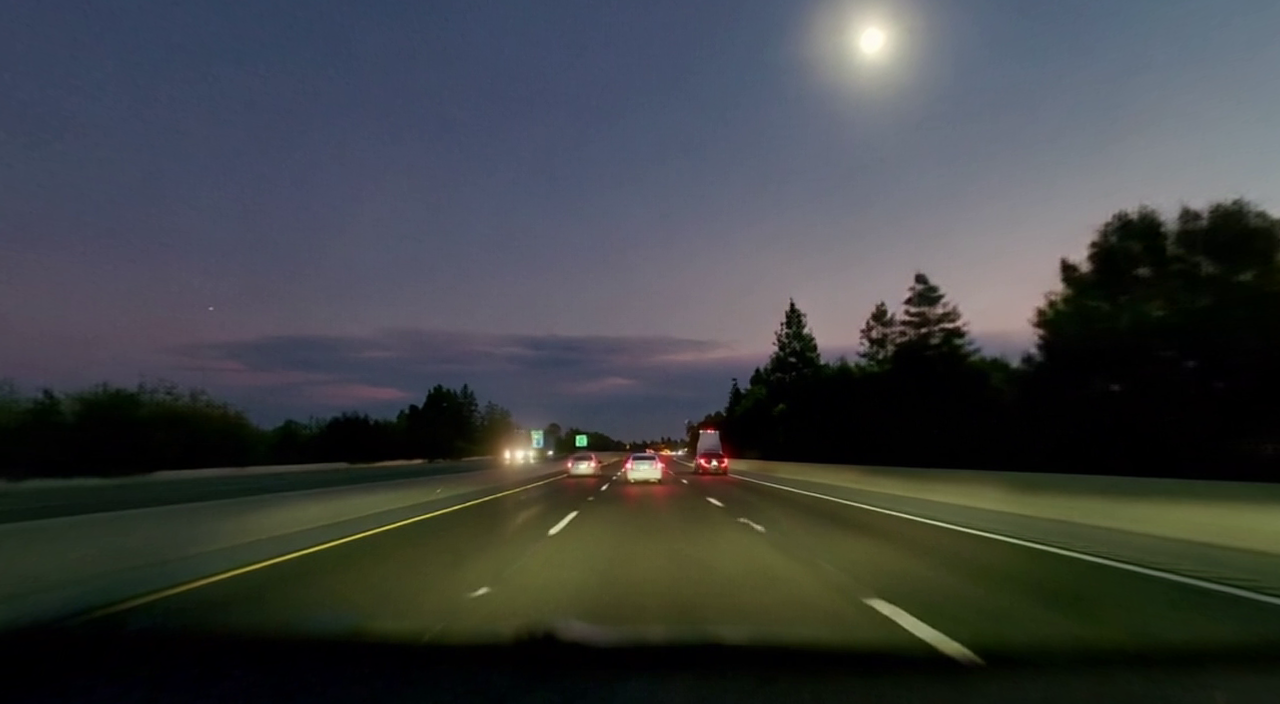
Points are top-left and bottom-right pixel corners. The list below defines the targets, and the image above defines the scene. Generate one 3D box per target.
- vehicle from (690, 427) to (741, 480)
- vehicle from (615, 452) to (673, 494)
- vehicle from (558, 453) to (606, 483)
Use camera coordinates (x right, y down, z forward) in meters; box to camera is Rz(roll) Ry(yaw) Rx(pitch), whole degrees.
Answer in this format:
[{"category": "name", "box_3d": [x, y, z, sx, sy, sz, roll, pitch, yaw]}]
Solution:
[{"category": "vehicle", "box_3d": [4.916, 6.429, 39.862, 2.650, 2.978, 6.937, -3, -10, 10]}, {"category": "vehicle", "box_3d": [0.101, 4.744, 25.133, 2.089, 1.516, 4.191, 0, -9, -1]}, {"category": "vehicle", "box_3d": [-3.015, 6.146, 33.707, 2.105, 1.467, 4.099, 0, -9, 1]}]
